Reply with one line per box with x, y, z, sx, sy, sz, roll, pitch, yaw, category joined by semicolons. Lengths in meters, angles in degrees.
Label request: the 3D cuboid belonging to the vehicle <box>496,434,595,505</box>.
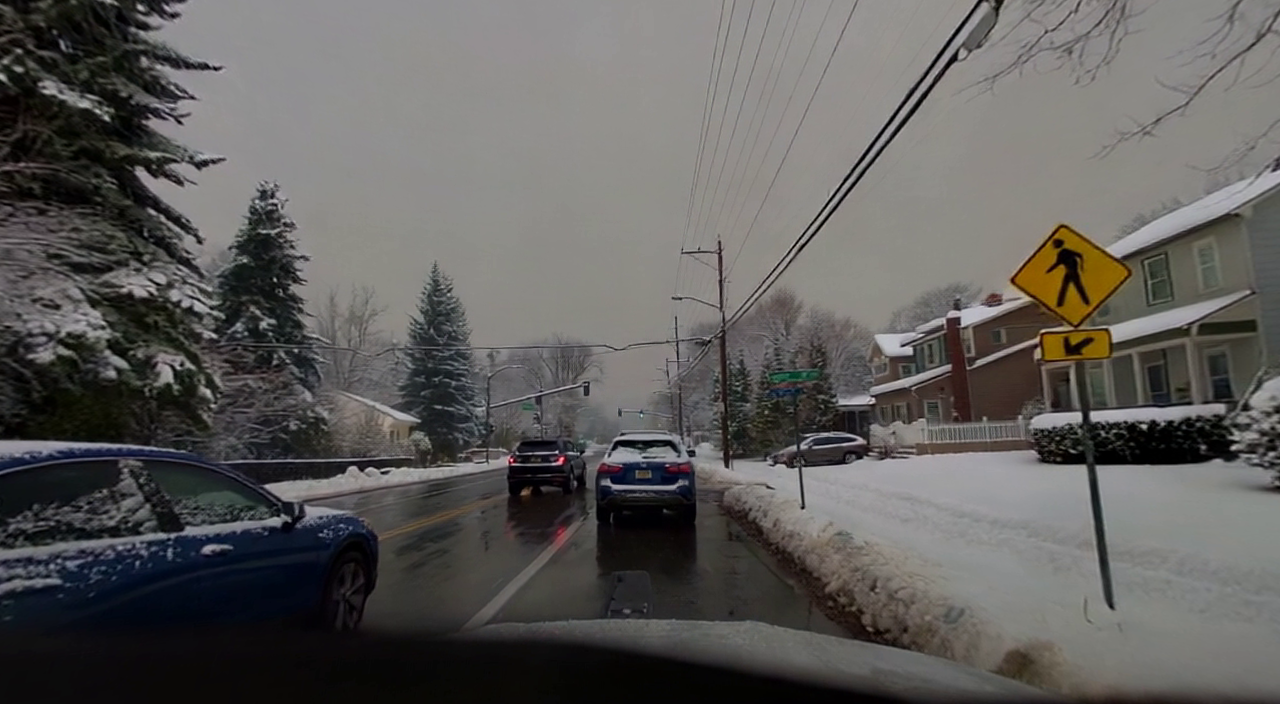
-2.494;3.229;17.731;2.000;1.737;4.133;0;-9;2;vehicle

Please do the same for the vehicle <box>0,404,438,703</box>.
-2.862;1.114;3.282;1.968;1.472;4.685;0;-9;1;vehicle

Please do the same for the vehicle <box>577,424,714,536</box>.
0.153;2.282;11.812;2.120;1.718;3.909;0;-9;2;vehicle

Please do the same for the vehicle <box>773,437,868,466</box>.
9.531;5.295;33.567;4.456;1.504;1.914;0;-8;2;vehicle
